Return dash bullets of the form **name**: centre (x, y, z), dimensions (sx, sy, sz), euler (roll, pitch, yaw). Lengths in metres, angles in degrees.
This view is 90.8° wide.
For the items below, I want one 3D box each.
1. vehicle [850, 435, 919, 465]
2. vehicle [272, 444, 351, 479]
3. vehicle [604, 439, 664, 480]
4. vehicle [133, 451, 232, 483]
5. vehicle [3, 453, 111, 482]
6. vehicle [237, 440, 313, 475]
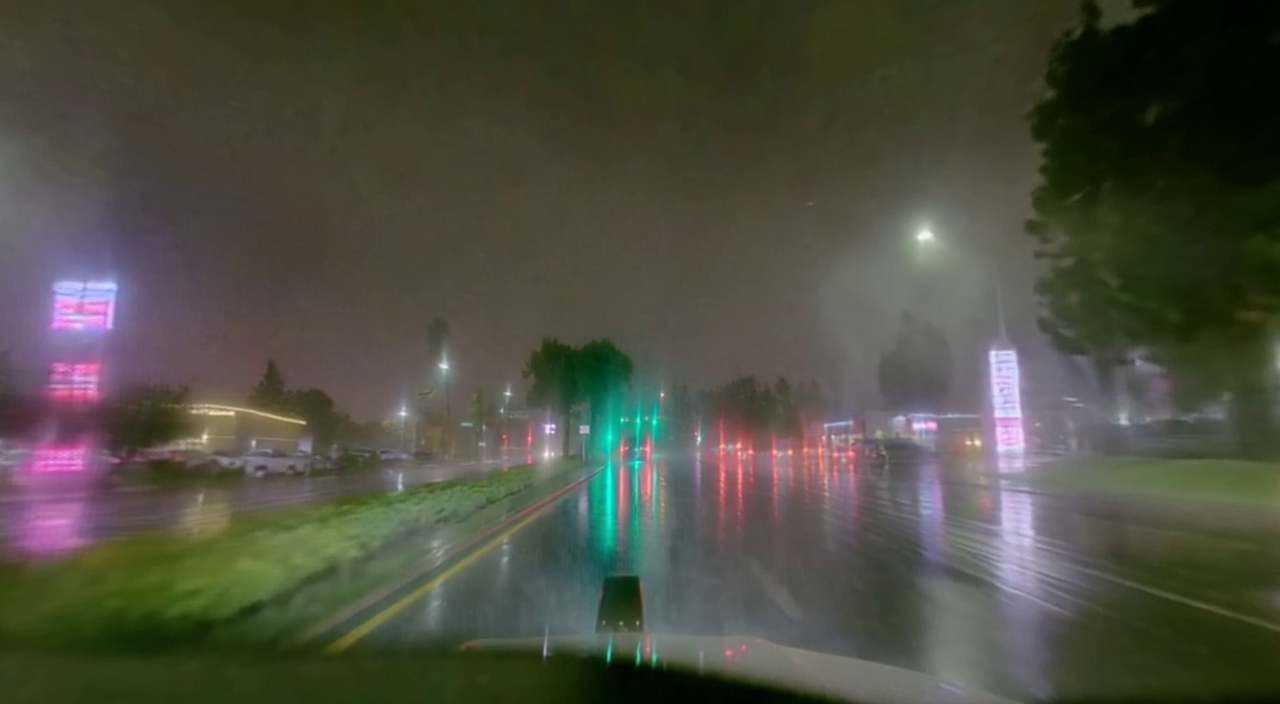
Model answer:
- **vehicle**: centre (15.807, 6.355, 41.179), dimensions (2.377, 1.783, 5.145), euler (0, -8, -1)
- **vehicle**: centre (-19.385, 6.438, 37.572), dimensions (2.129, 1.794, 4.967), euler (-2, -8, -1)
- **vehicle**: centre (-0.242, 4.244, 25.196), dimensions (2.185, 1.473, 3.925), euler (0, -8, -1)
- **vehicle**: centre (-24.073, 6.025, 33.512), dimensions (1.915, 1.460, 4.717), euler (0, -8, -3)
- **vehicle**: centre (-32.785, 6.478, 35.657), dimensions (4.303, 1.464, 1.799), euler (7, -11, -42)
- **vehicle**: centre (-24.176, 6.987, 42.113), dimensions (2.202, 2.103, 4.899), euler (-1, -8, -1)
